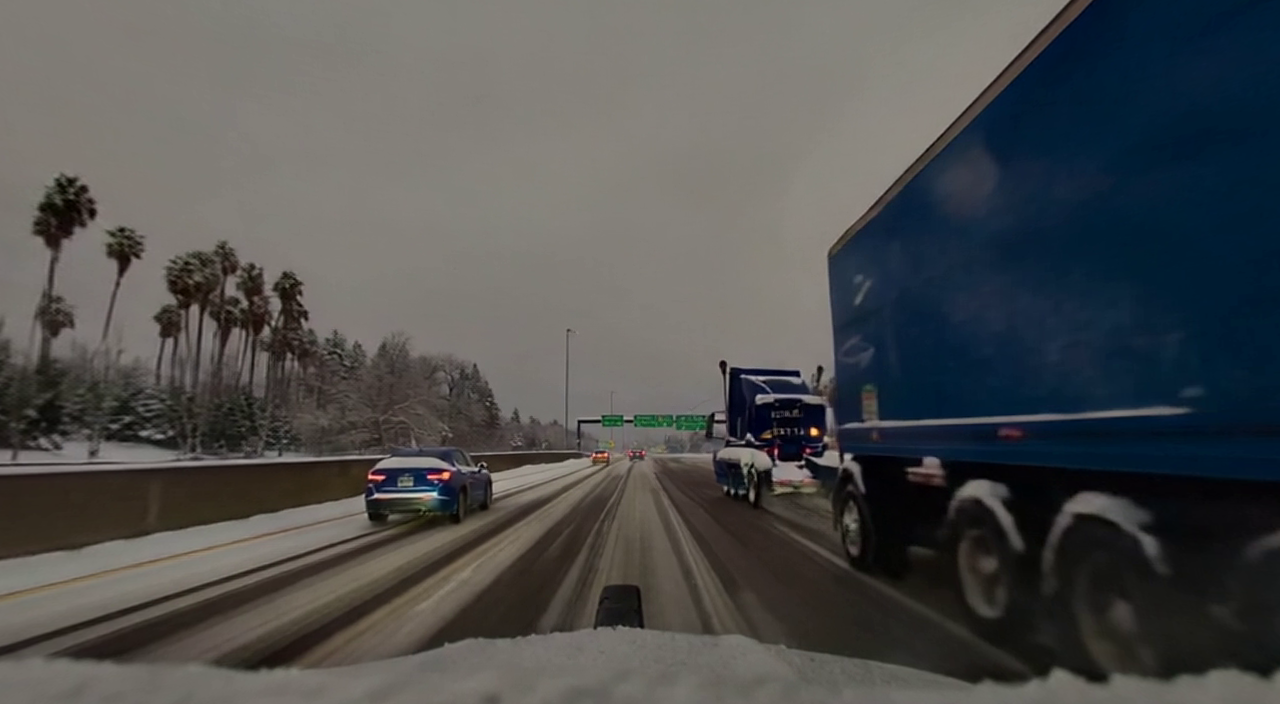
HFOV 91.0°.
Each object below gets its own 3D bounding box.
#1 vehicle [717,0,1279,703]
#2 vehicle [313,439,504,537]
[{"bbox_3d":[3.587,0.468,8.109,2.891,4.123,16.415,0,-9,-1],"label":"vehicle"},{"bbox_3d":[-4.153,2.487,12.167,2.120,1.537,4.139,0,-9,0],"label":"vehicle"}]
